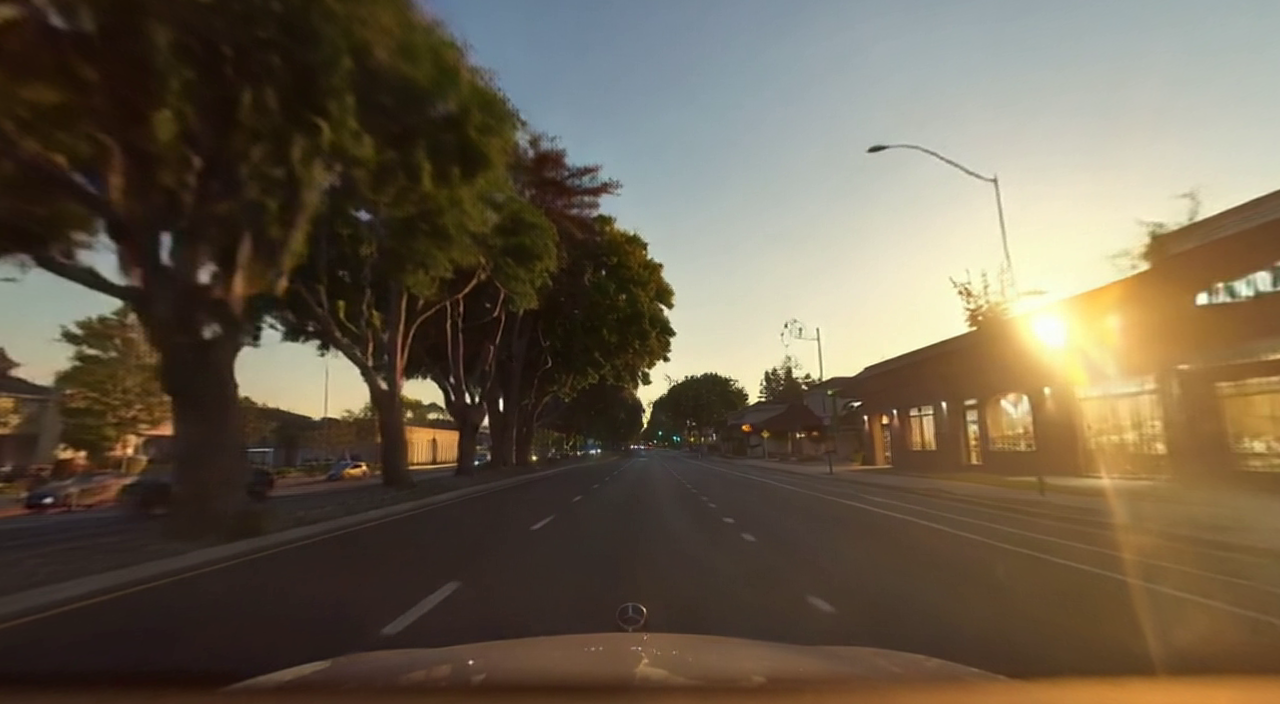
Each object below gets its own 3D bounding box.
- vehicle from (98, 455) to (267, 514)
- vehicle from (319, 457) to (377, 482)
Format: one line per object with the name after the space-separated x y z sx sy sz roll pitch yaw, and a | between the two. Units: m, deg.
-14.510 4.189 20.412 1.975 1.499 4.658 -3 -8 0 | vehicle
-21.430 8.631 46.493 1.881 1.537 4.611 -3 -9 3 | vehicle
